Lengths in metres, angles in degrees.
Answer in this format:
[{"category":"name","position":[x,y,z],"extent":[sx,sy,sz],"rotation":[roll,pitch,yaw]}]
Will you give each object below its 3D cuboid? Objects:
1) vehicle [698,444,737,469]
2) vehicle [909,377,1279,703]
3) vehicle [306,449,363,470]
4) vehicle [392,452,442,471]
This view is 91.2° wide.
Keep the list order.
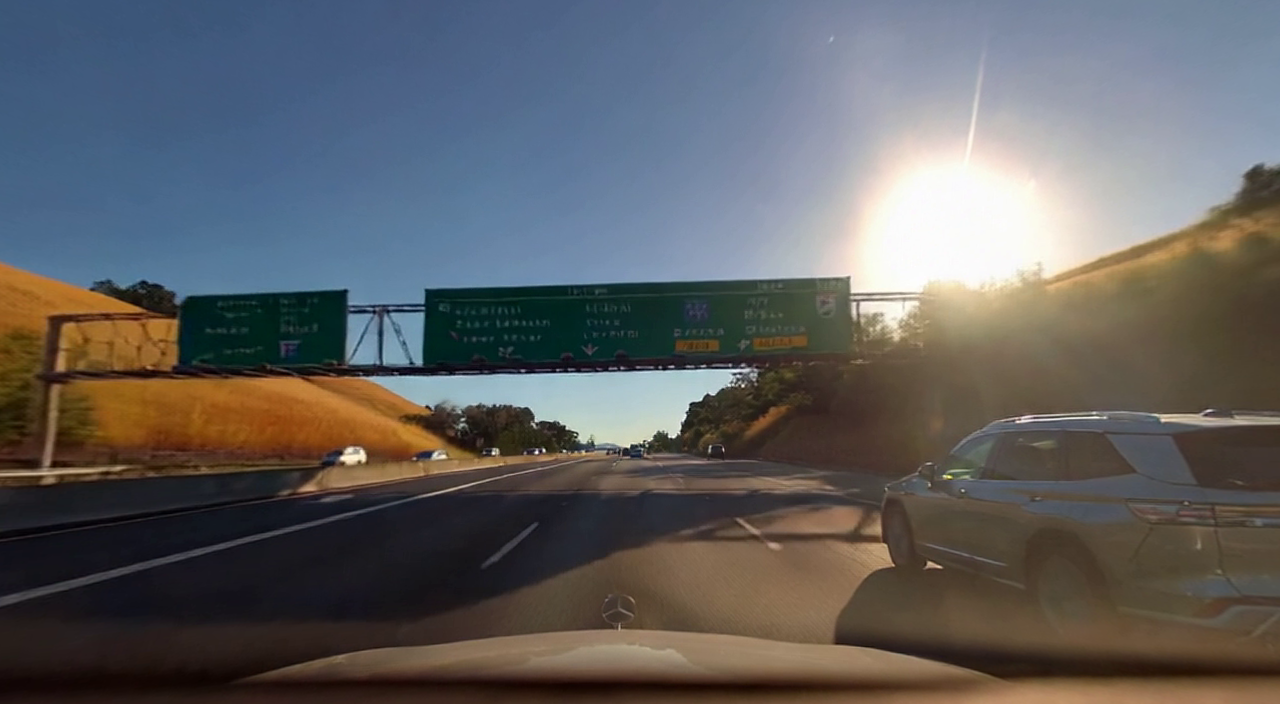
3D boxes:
[{"category":"vehicle","position":[5.498,7.491,45.071],"extent":[2.006,1.652,4.417],"rotation":[0,-9,-3]},{"category":"vehicle","position":[3.475,1.167,3.787],"extent":[1.784,1.733,4.141],"rotation":[0,-9,-1]},{"category":"vehicle","position":[-22.627,7.955,46.607],"extent":[1.891,1.466,4.701],"rotation":[0,-9,0]},{"category":"vehicle","position":[-15.267,7.481,43.113],"extent":[1.805,1.197,4.391],"rotation":[-1,-9,1]}]
